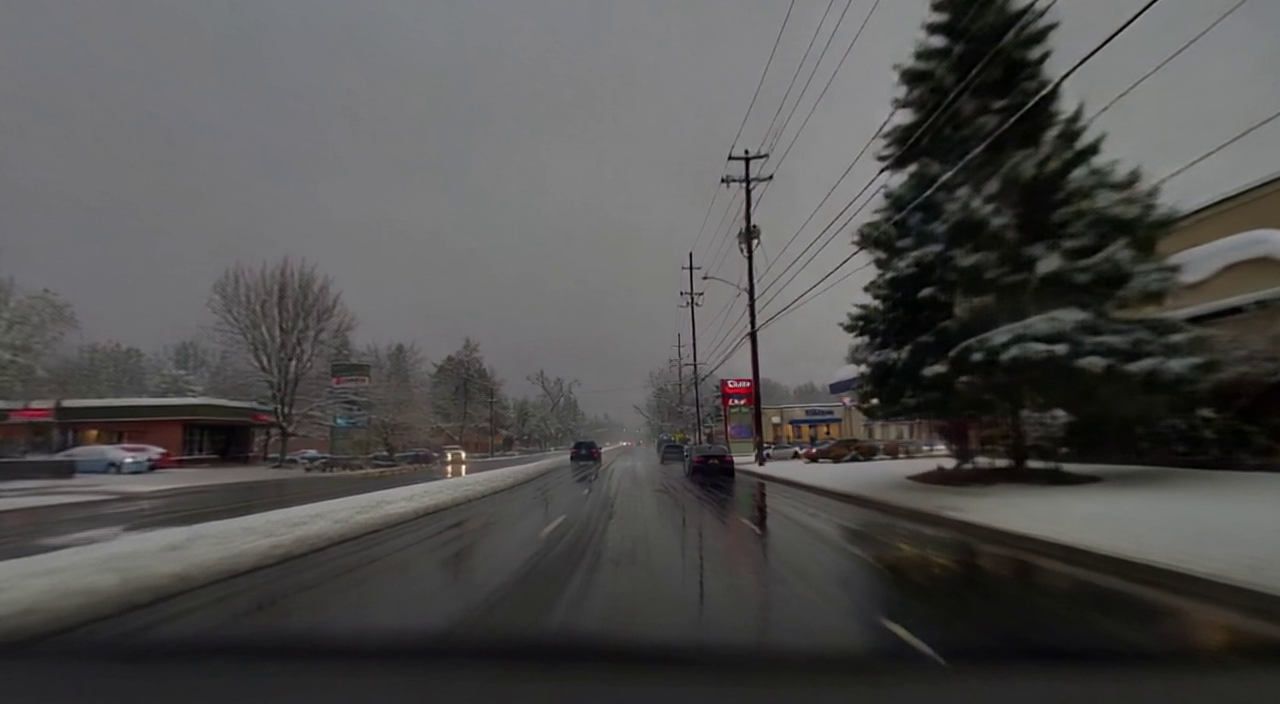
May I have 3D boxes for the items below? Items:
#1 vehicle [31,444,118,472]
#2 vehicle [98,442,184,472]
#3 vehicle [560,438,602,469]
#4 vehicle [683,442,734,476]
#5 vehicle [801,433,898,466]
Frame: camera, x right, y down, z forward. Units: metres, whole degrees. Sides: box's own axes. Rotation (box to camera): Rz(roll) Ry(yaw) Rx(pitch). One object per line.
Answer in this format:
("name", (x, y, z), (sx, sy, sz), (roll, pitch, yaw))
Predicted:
("vehicle", (-34.599, 6.470, 38.708), (1.923, 1.597, 4.127), (1, -9, -10))
("vehicle", (-31.302, 6.592, 39.736), (1.859, 1.704, 4.366), (-1, -9, -1))
("vehicle", (-3.362, 5.914, 36.751), (2.047, 1.664, 4.148), (0, -9, 0))
("vehicle", (3.363, 5.306, 31.608), (1.978, 1.455, 4.195), (4, -9, -1))
("vehicle", (12.125, 5.654, 36.710), (4.832, 1.813, 2.170), (1, -9, -6))
